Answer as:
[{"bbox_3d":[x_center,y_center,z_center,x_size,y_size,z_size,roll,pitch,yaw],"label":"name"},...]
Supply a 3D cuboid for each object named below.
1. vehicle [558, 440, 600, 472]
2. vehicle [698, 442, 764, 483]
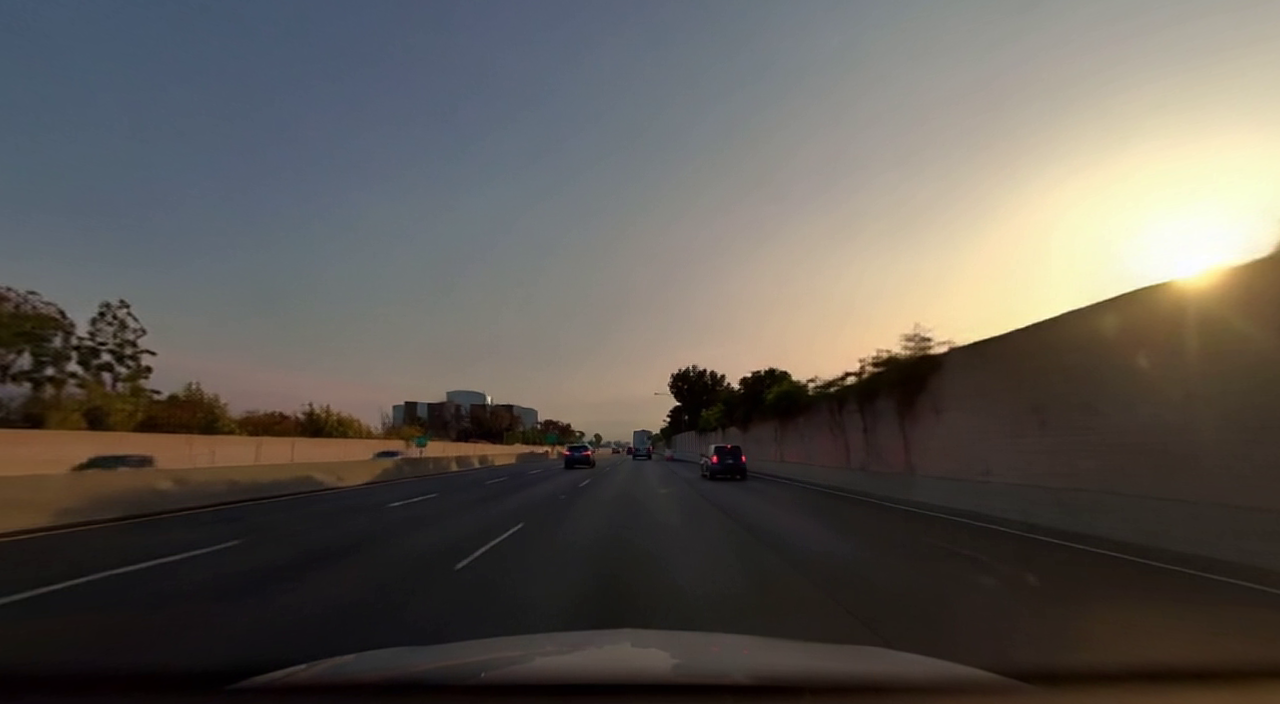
[{"bbox_3d":[-3.661,6.368,38.701,2.014,1.811,4.369,0,-9,1],"label":"vehicle"},{"bbox_3d":[3.667,4.562,26.227,1.973,1.536,4.337,0,-9,-2],"label":"vehicle"}]
